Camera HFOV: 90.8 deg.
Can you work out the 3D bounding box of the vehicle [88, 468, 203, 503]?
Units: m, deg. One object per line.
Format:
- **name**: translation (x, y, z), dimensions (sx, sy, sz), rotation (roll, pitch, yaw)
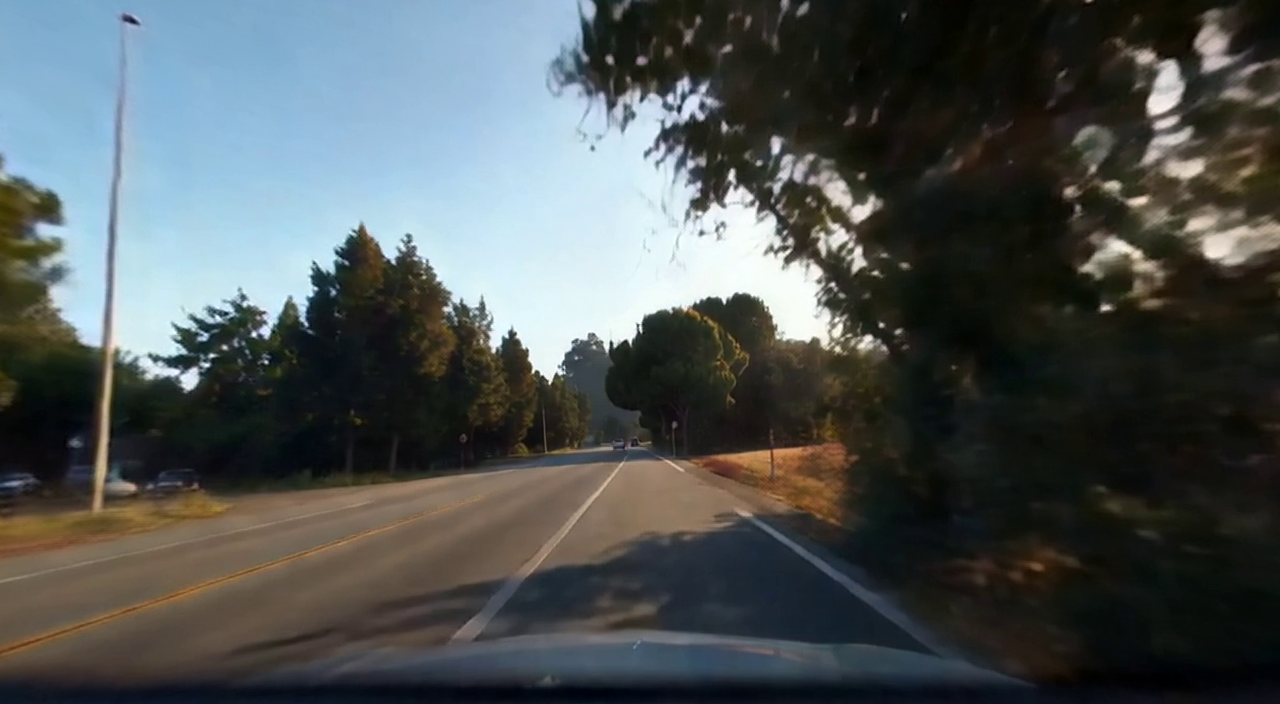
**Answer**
- **vehicle**: translation (-23.649, 6.398, 30.342), dimensions (3.850, 1.521, 1.967), rotation (0, -8, 0)
